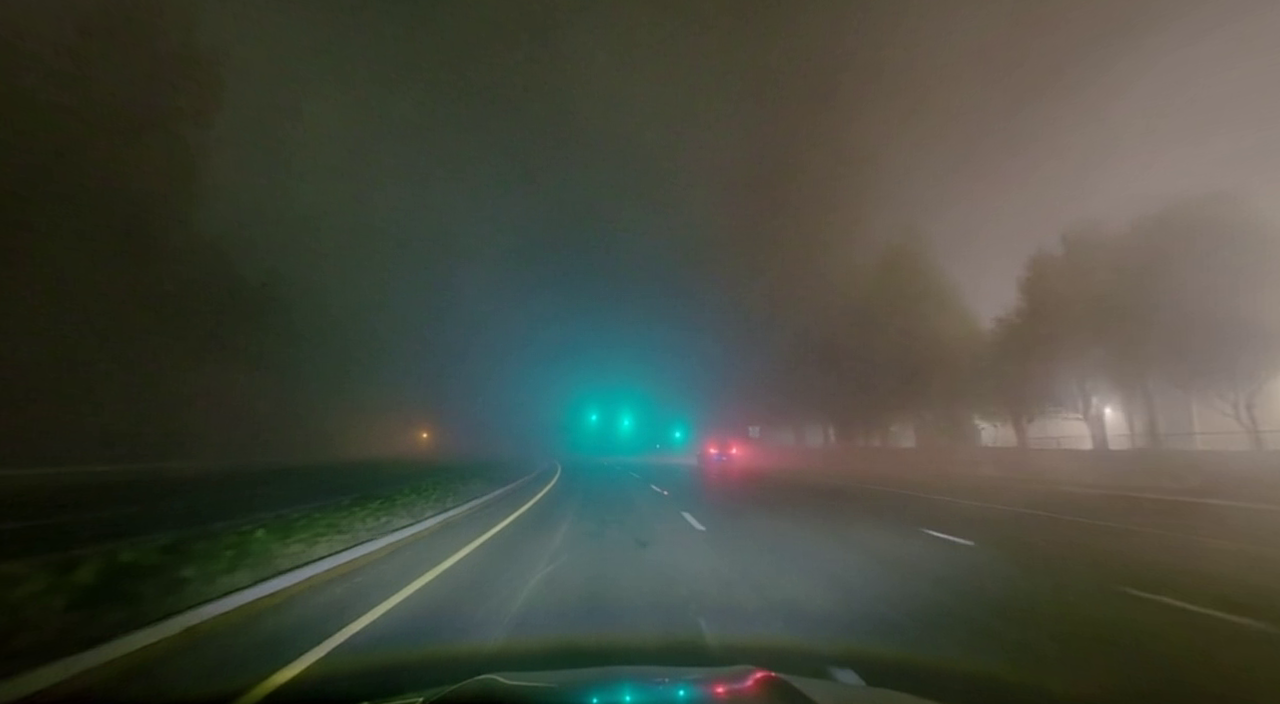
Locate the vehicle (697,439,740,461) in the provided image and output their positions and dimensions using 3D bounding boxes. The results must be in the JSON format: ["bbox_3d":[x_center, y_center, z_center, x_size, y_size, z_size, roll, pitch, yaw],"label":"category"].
[{"bbox_3d":[5.616,7.087,45.515,1.908,1.483,4.474,1,-9,-8],"label":"vehicle"}]
